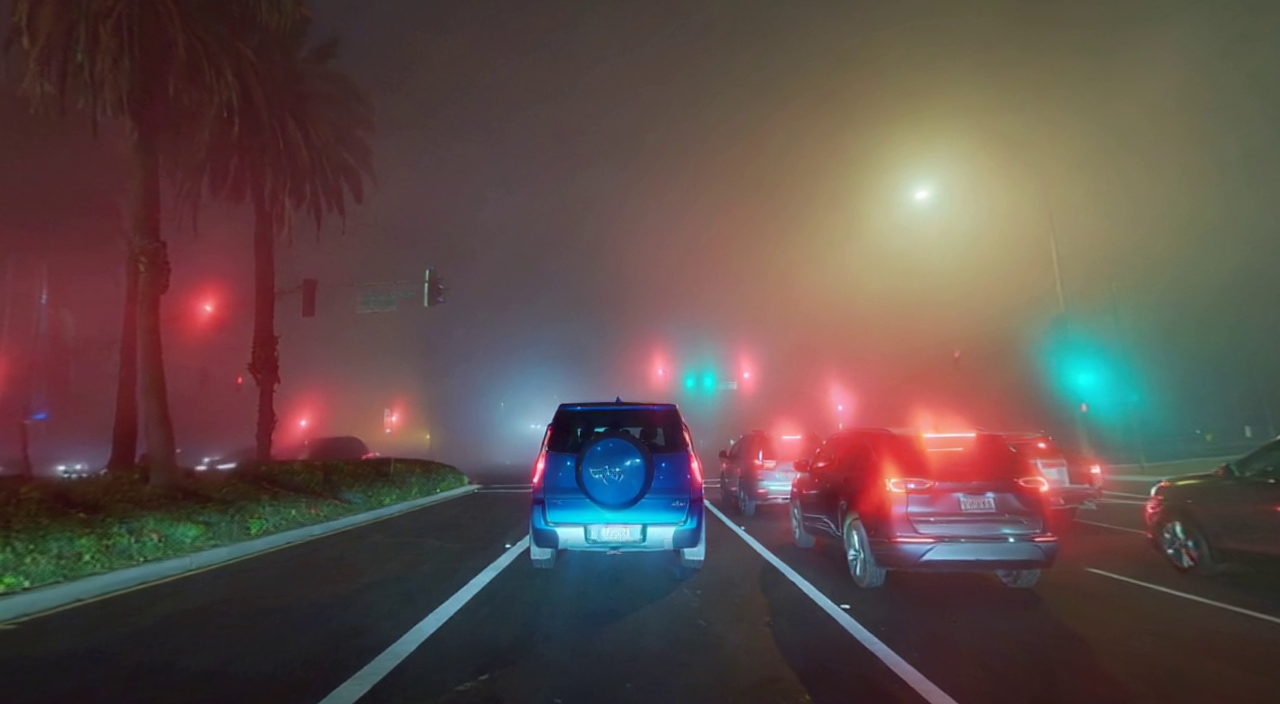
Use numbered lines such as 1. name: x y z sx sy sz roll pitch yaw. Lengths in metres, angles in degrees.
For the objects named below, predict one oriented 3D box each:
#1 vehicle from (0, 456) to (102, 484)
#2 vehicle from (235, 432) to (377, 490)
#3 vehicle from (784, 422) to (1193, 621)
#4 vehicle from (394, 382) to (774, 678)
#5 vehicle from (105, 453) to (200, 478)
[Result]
1. vehicle: -40.710 8.124 43.381 4.993 1.788 2.075 0 -9 1
2. vehicle: -12.415 4.093 23.934 2.317 1.924 5.636 0 -9 0
3. vehicle: 3.143 1.612 7.023 1.971 1.473 4.495 0 -8 0
4. vehicle: -0.319 1.322 5.710 2.172 1.694 4.055 0 -8 0
5. vehicle: -36.568 8.524 47.143 5.347 1.785 2.123 0 -8 1
